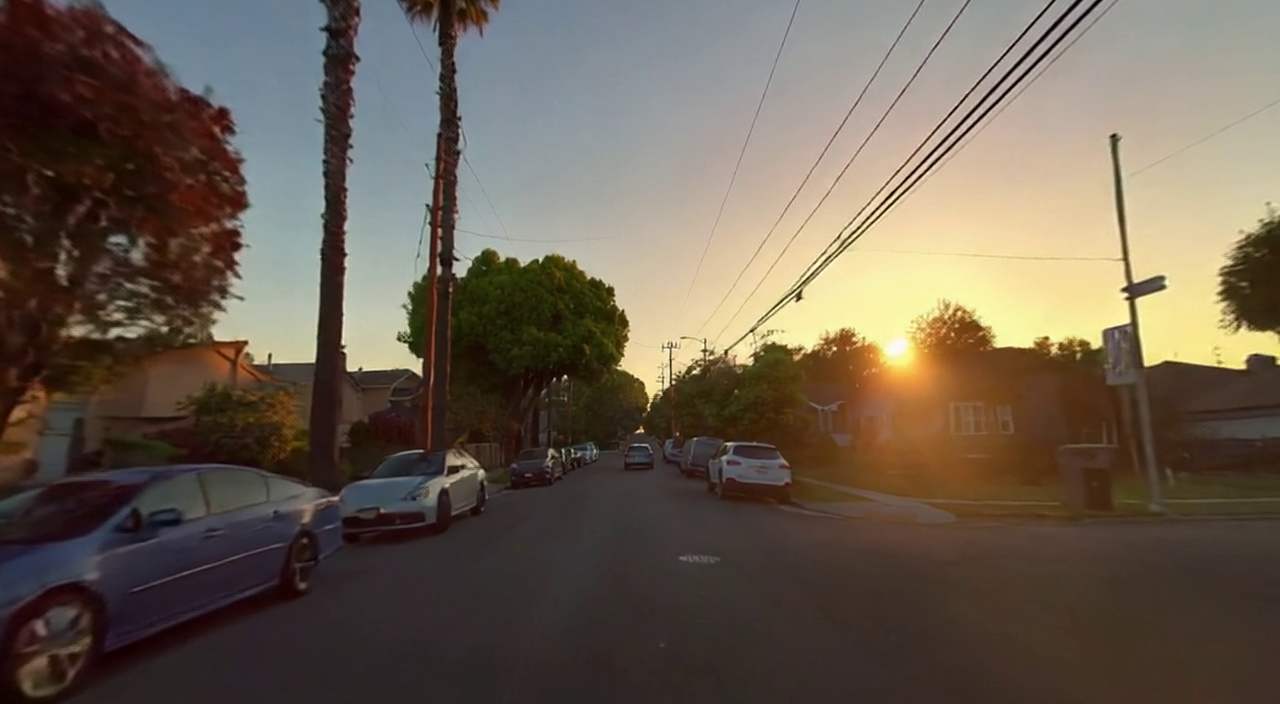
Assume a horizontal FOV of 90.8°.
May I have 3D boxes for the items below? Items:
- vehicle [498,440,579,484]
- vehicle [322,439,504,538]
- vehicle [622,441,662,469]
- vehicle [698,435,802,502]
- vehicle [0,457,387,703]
[{"bbox_3d":[-3.938,4.423,25.656,2.130,1.543,5.386,-1,-9,3],"label":"vehicle"},{"bbox_3d":[-4.185,2.591,12.689,1.769,1.551,5.040,-1,-9,0],"label":"vehicle"},{"bbox_3d":[0.037,5.974,36.862,2.081,1.483,4.599,0,-9,-3],"label":"vehicle"},{"bbox_3d":[2.921,3.251,17.941,2.060,1.614,4.652,0,-9,-1],"label":"vehicle"},{"bbox_3d":[-4.107,1.608,5.261,1.875,1.389,5.094,-1,-9,0],"label":"vehicle"}]
